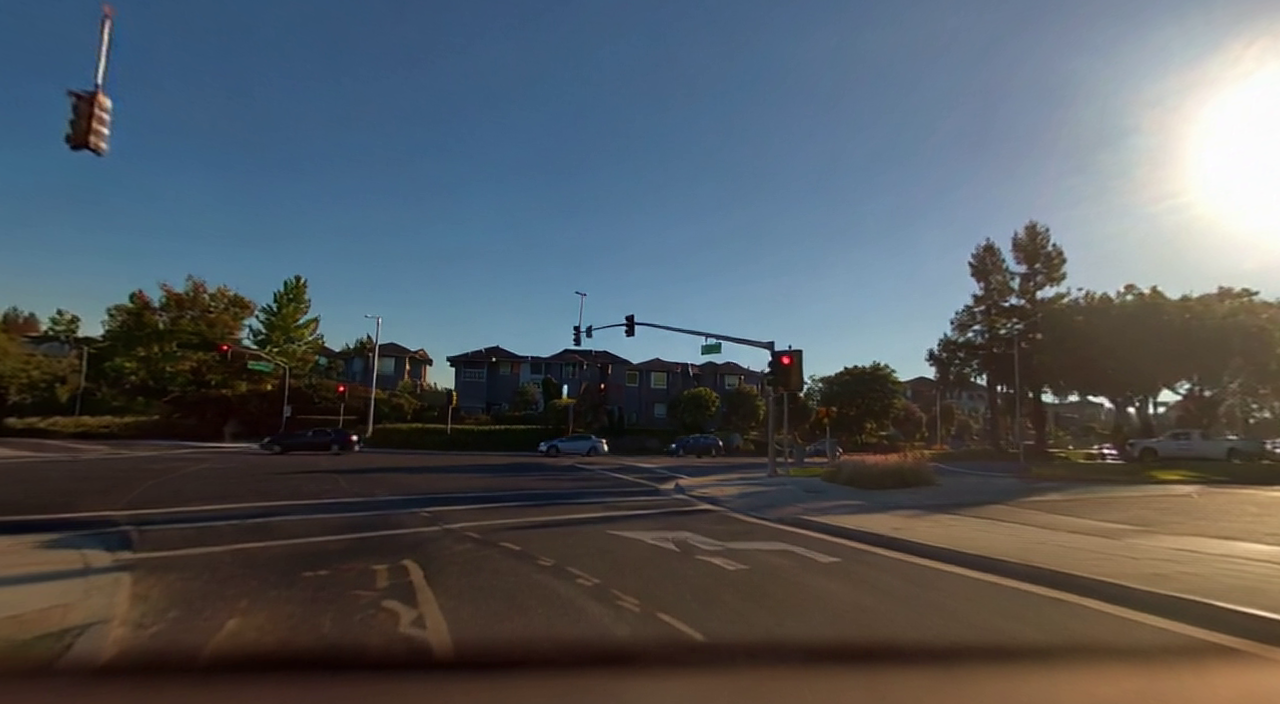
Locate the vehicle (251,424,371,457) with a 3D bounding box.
[{"bbox_3d":[-15.632,4.262,29.977,4.740,1.462,1.828,7,-11,-38],"label":"vehicle"}]

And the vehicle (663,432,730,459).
[{"bbox_3d":[3.701,6.069,40.643,4.135,1.633,1.990,8,-11,-40],"label":"vehicle"}]

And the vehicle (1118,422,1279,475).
[{"bbox_3d":[26.385,4.502,29.364,2.437,2.249,5.939,9,-12,-44],"label":"vehicle"}]

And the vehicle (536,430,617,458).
[{"bbox_3d":[-3.915,5.745,39.000,4.649,1.585,1.965,7,-11,-38],"label":"vehicle"}]
